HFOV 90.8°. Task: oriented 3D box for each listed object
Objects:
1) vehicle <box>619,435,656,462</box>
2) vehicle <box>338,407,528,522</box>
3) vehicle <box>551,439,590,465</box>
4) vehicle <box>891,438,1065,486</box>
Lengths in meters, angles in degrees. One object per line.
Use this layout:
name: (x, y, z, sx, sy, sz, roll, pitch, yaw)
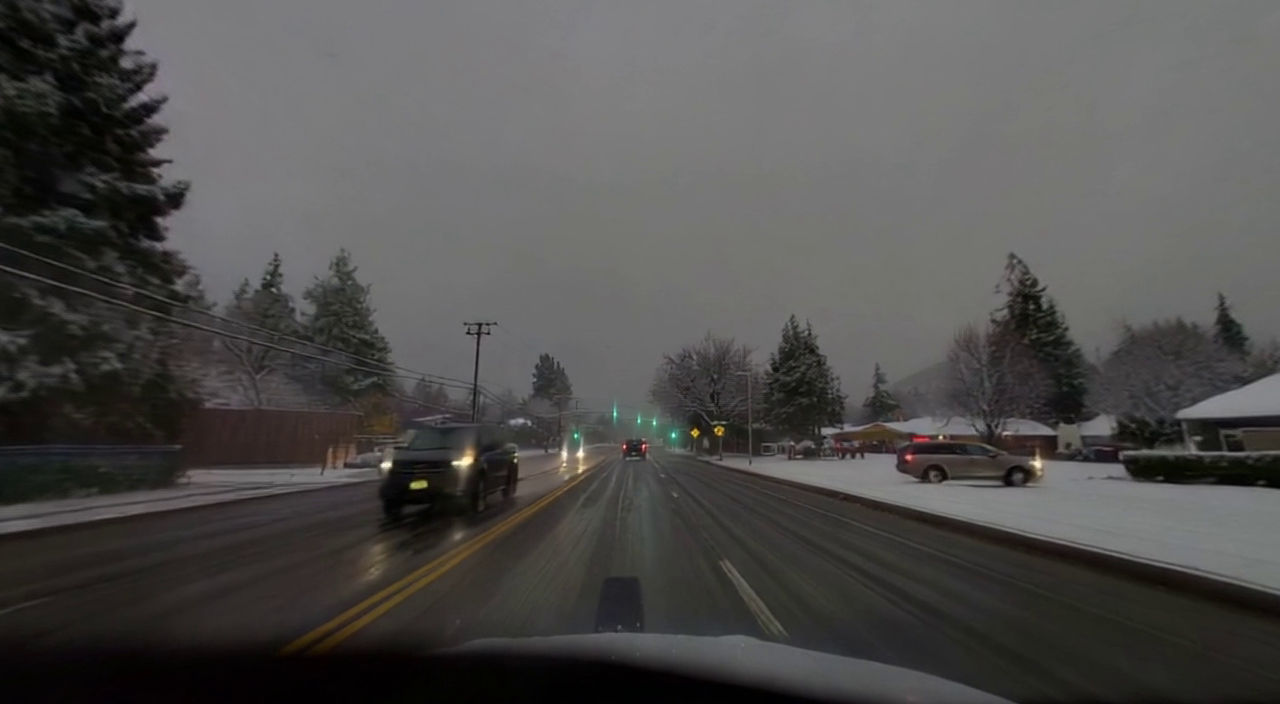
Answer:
vehicle: (-0.121, 7.255, 47.585, 2.554, 1.902, 5.329, 0, -9, 2)
vehicle: (-4.162, 2.405, 13.982, 2.429, 1.953, 5.345, -2, -9, 0)
vehicle: (-4.565, 6.636, 42.024, 2.105, 1.663, 4.523, 0, -9, -1)
vehicle: (11.052, 3.606, 20.900, 4.697, 1.462, 1.881, 0, -8, -2)
